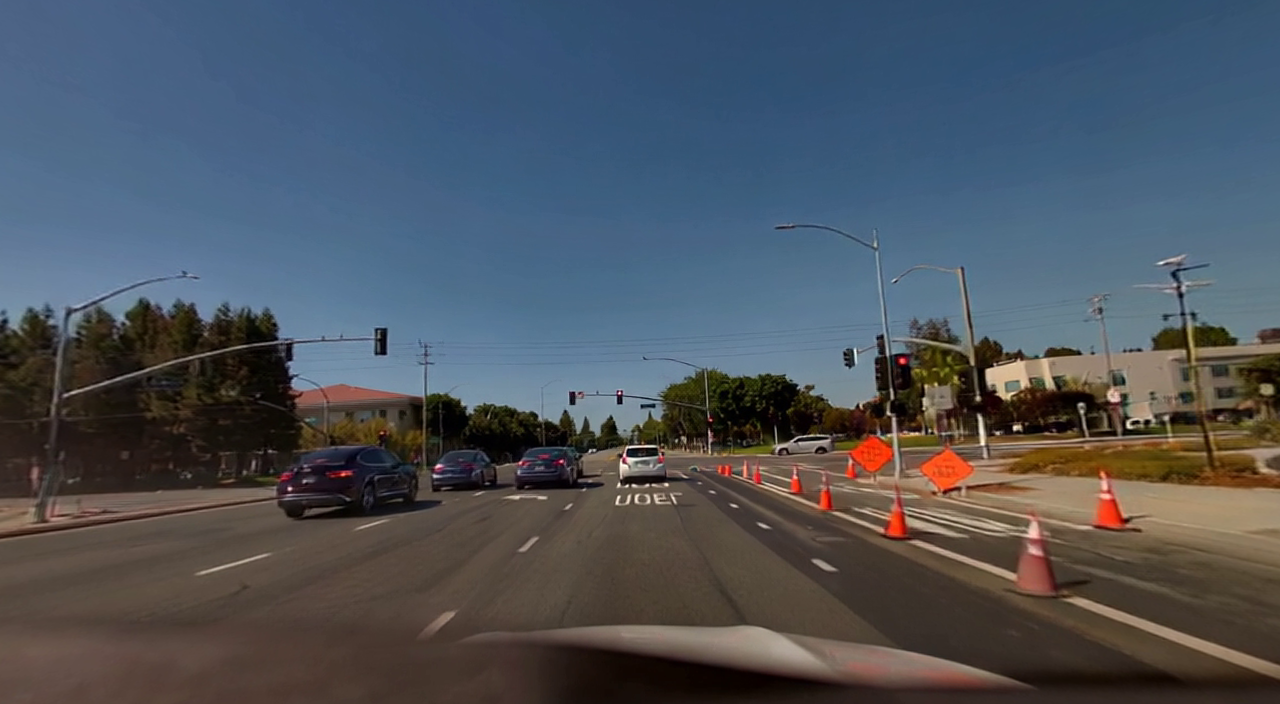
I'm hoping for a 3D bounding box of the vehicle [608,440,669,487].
[{"bbox_3d":[-0.036,3.915,22.538,1.985,1.521,3.968,0,-8,0],"label":"vehicle"}]

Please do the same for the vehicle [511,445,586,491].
[{"bbox_3d":[-3.098,3.999,22.190,1.946,1.437,4.154,0,-8,1],"label":"vehicle"}]

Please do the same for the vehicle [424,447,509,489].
[{"bbox_3d":[-6.664,4.482,24.780,2.074,1.447,4.224,0,-8,1],"label":"vehicle"}]

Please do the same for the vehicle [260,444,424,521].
[{"bbox_3d":[-6.839,2.992,15.077,1.869,1.570,4.064,0,-8,1],"label":"vehicle"}]
